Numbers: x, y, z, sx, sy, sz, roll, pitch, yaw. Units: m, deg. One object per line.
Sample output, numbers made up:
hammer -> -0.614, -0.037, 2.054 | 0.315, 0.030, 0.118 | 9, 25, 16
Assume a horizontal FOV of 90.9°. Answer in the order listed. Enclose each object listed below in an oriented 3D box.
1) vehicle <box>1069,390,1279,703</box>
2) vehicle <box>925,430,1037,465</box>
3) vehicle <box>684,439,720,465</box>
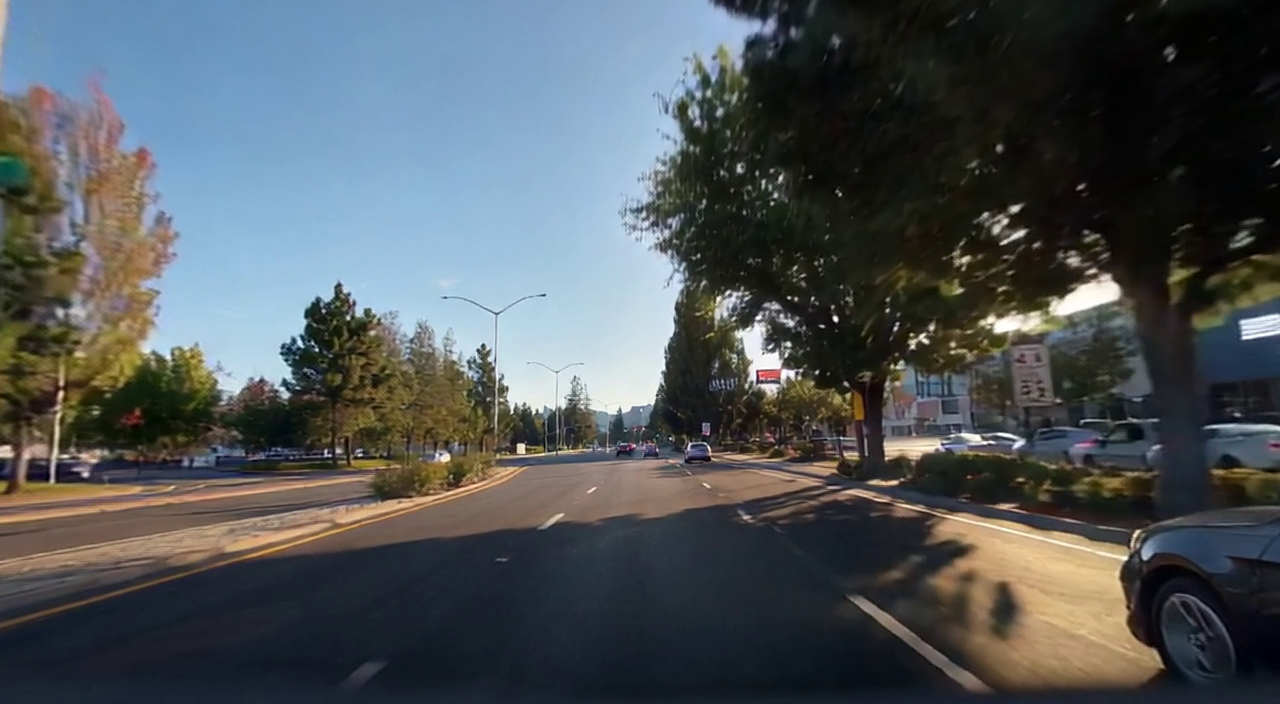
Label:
vehicle -> 3.518, 0.741, 1.265 | 1.995, 1.528, 4.732 | 0, -8, 0
vehicle -> 17.442, 4.911, 32.435 | 4.475, 1.739, 2.151 | 0, -8, -1
vehicle -> 4.269, 6.936, 43.921 | 2.007, 1.683, 4.171 | 0, -8, -1
